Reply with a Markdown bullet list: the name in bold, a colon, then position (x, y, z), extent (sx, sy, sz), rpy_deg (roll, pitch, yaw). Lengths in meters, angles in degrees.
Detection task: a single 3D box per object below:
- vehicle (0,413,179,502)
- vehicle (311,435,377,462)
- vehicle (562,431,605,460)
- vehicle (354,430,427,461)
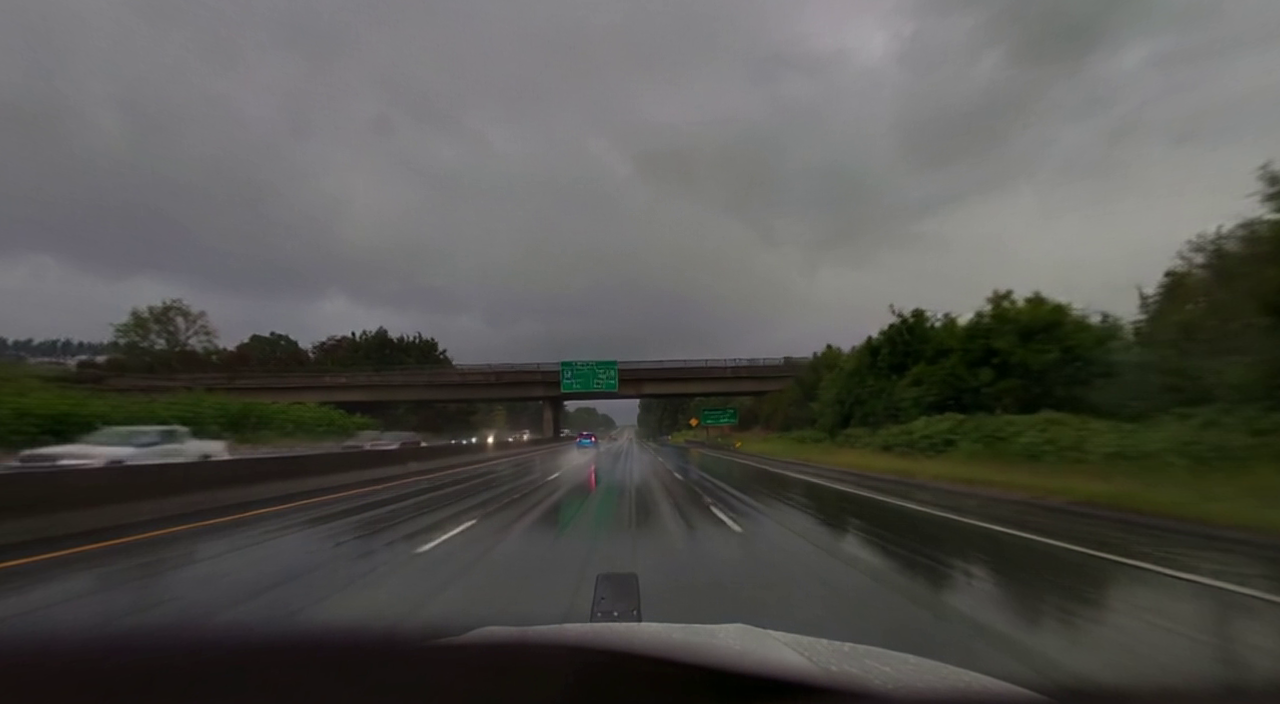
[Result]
- **vehicle**: position (-13.114, 2.285, 14.042), extent (1.945, 1.658, 4.898), rpy_deg (0, -8, 0)
- **vehicle**: position (-17.542, 5.728, 37.549), extent (1.839, 1.484, 4.240), rpy_deg (0, -8, 0)
- **vehicle**: position (-3.323, 5.582, 37.838), extent (2.086, 1.624, 4.607), rpy_deg (0, -8, 1)
- **vehicle**: position (-13.624, 5.115, 34.761), extent (2.078, 1.600, 4.755), rpy_deg (0, -8, 0)
